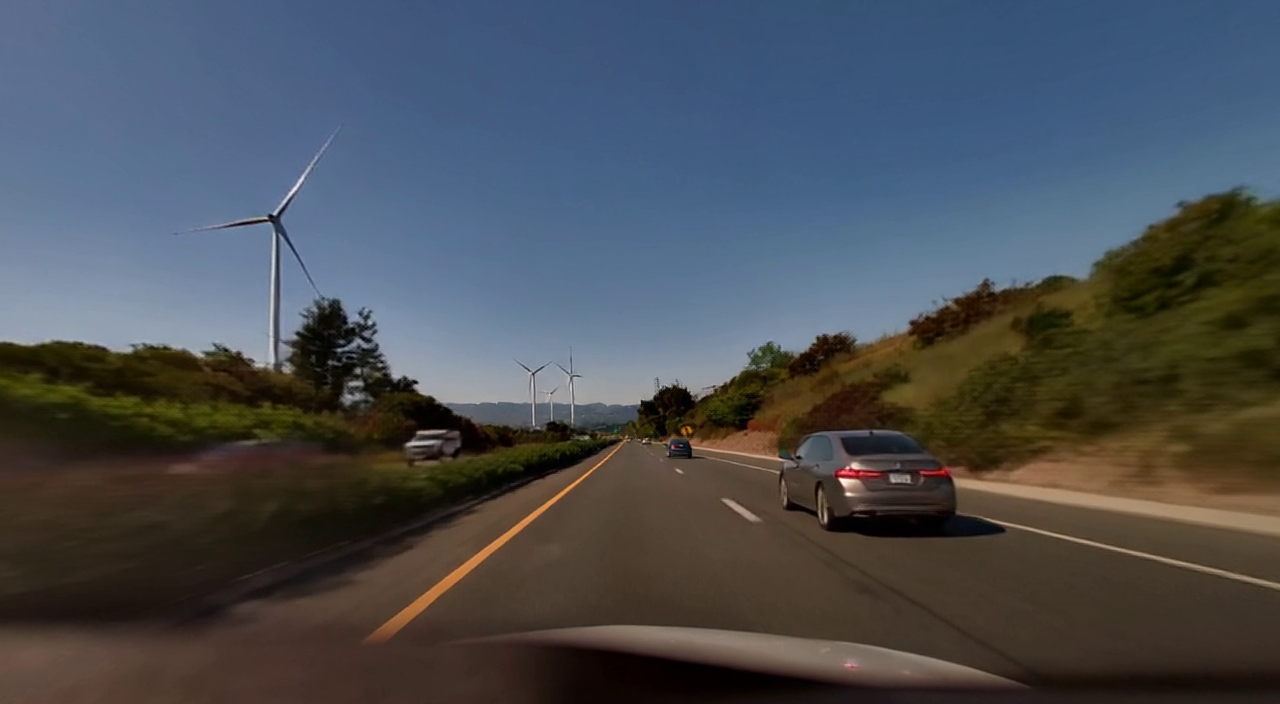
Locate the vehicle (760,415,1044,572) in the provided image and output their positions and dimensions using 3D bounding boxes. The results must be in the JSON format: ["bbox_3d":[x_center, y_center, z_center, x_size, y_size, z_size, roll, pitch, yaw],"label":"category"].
[{"bbox_3d":[3.183,1.775,8.826,2.038,1.624,4.312,0,-8,-1],"label":"vehicle"}]

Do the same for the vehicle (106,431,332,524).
[{"bbox_3d":[-8.892,2.616,13.855,2.043,1.693,4.213,-1,-8,0],"label":"vehicle"}]

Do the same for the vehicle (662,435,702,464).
[{"bbox_3d":[2.561,6.003,39.119,2.066,1.661,4.500,0,-8,-2],"label":"vehicle"}]

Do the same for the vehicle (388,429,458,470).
[{"bbox_3d":[-13.220,5.950,38.758,2.163,2.290,6.107,0,-8,0],"label":"vehicle"}]
